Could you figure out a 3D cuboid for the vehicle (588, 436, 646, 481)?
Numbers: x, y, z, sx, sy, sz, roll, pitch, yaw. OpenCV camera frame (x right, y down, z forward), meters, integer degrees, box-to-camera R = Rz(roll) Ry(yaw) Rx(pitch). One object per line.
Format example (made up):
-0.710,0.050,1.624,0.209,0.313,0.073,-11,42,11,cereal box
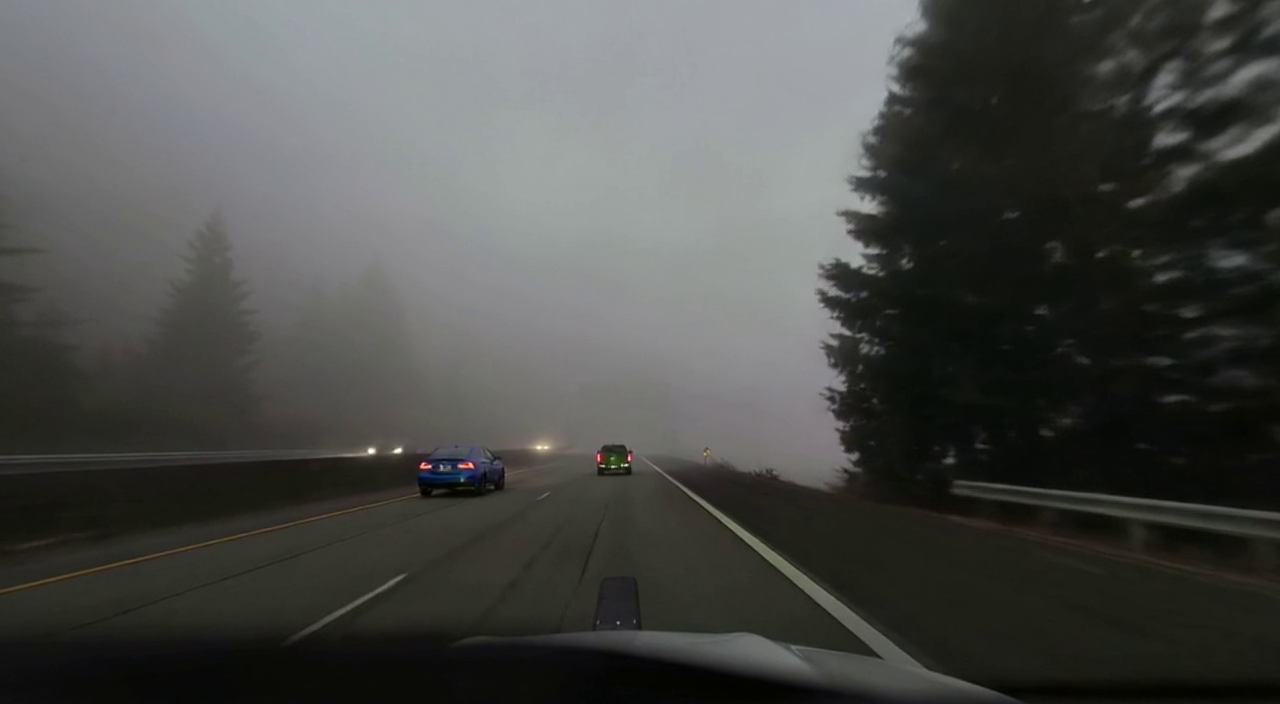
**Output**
-0.939,4.394,26.050,2.220,1.711,4.056,0,-9,-1,vehicle

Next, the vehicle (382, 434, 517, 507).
-4.776,3.042,16.549,2.103,1.588,4.709,-1,-9,0,vehicle
